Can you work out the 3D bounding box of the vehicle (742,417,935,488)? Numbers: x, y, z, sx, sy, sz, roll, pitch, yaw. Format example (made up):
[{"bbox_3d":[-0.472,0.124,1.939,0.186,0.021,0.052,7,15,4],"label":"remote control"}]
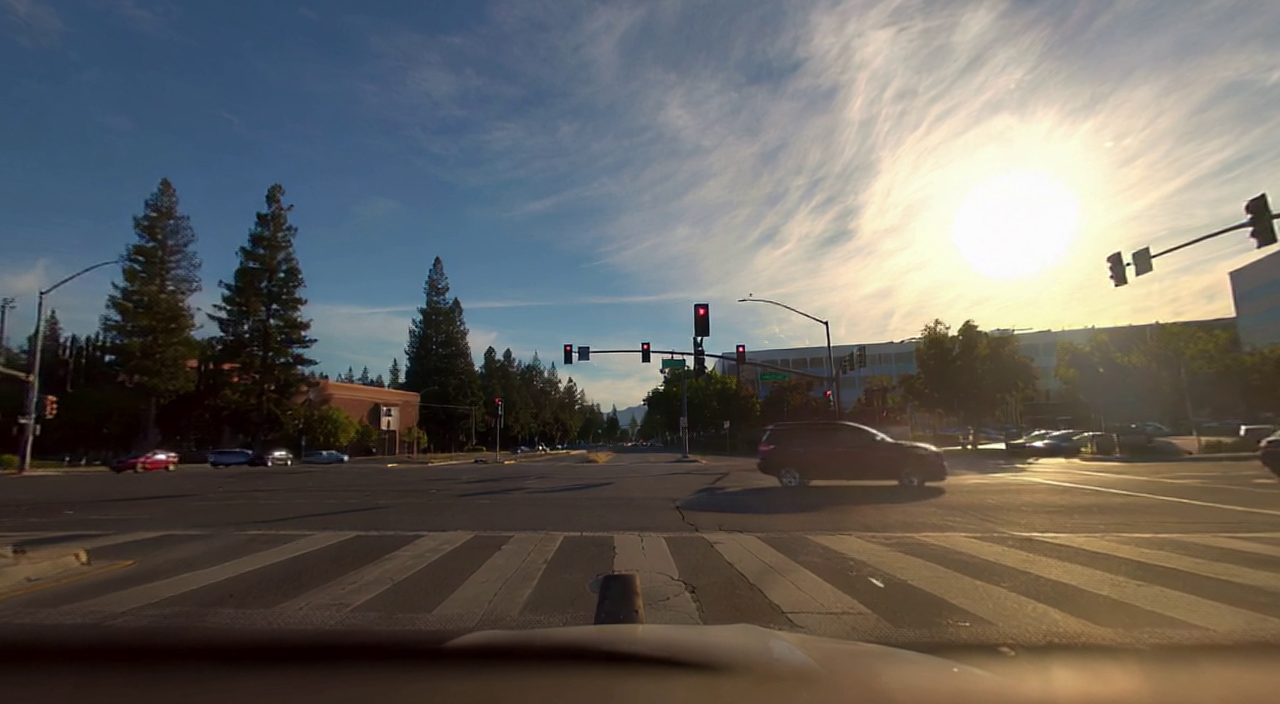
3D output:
[{"bbox_3d":[6.046,3.093,19.610,5.310,1.972,2.223,-3,-9,19],"label":"vehicle"}]

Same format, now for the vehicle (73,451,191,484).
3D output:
[{"bbox_3d":[-27.482,6.230,34.412,2.135,1.637,4.582,-2,-9,10],"label":"vehicle"}]

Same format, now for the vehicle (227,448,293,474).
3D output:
[{"bbox_3d":[-26.341,7.562,43.964,1.889,1.662,4.319,0,-9,0],"label":"vehicle"}]
